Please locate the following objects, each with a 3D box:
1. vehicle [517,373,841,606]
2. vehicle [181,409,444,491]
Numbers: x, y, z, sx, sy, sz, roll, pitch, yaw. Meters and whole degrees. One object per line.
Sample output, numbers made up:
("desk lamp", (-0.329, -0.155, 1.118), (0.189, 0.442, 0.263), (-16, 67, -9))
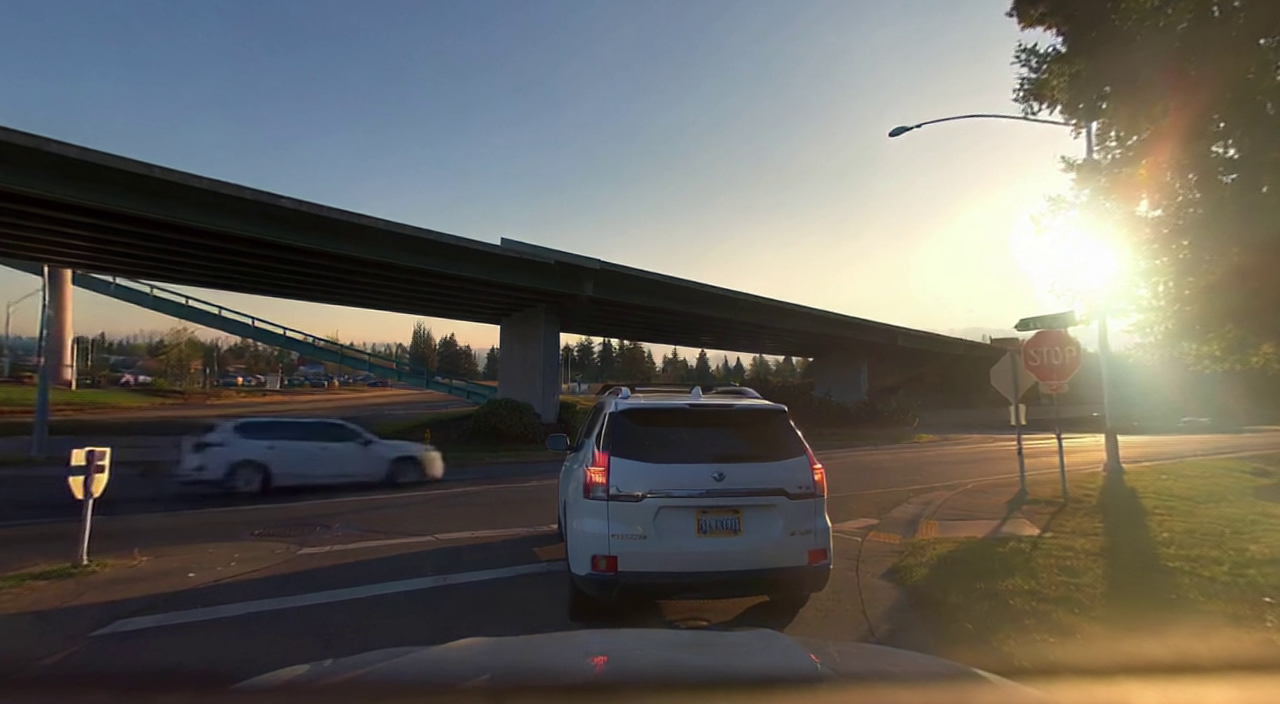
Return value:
("vehicle", (0.310, 1.388, 7.137), (2.494, 1.804, 4.336), (0, -9, 0))
("vehicle", (-7.477, 2.293, 14.861), (5.060, 1.648, 2.038), (5, -10, -28))
